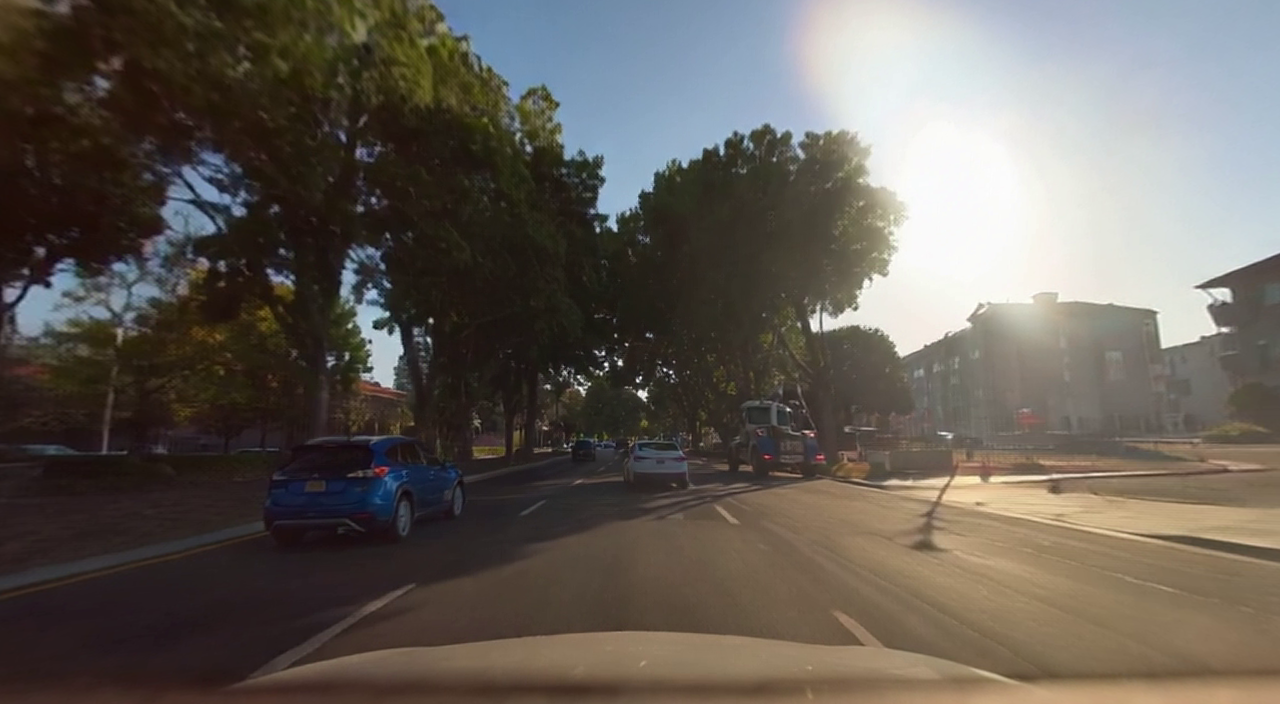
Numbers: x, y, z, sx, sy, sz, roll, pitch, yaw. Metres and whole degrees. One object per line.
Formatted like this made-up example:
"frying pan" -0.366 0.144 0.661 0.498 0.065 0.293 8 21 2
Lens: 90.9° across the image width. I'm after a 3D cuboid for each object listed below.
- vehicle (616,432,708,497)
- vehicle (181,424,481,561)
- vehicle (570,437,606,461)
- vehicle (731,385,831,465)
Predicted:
"vehicle" 0.496 2.864 16.391 2.086 1.466 4.026 0 -8 0
"vehicle" -4.050 1.920 9.457 2.003 1.507 4.808 0 -8 1
"vehicle" -3.680 6.938 45.288 2.062 1.641 4.193 0 -8 2
"vehicle" 5.826 3.226 27.118 2.736 3.078 5.825 0 -8 -2
